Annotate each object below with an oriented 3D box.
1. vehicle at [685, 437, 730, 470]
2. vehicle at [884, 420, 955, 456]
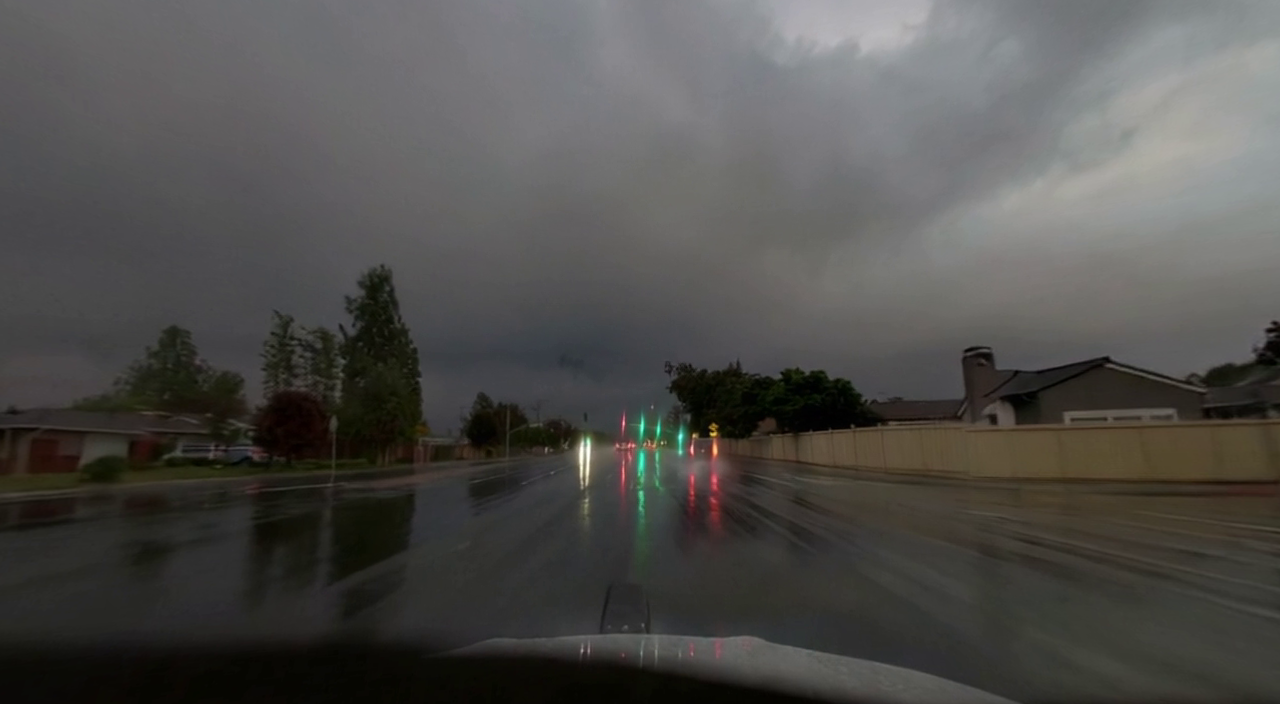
[{"bbox_3d":[3.894,5.962,37.188,2.114,1.780,4.445,0,-8,-1],"label":"vehicle"},{"bbox_3d":[15.669,4.855,35.623,2.084,1.868,5.067,0,-8,6],"label":"vehicle"}]
